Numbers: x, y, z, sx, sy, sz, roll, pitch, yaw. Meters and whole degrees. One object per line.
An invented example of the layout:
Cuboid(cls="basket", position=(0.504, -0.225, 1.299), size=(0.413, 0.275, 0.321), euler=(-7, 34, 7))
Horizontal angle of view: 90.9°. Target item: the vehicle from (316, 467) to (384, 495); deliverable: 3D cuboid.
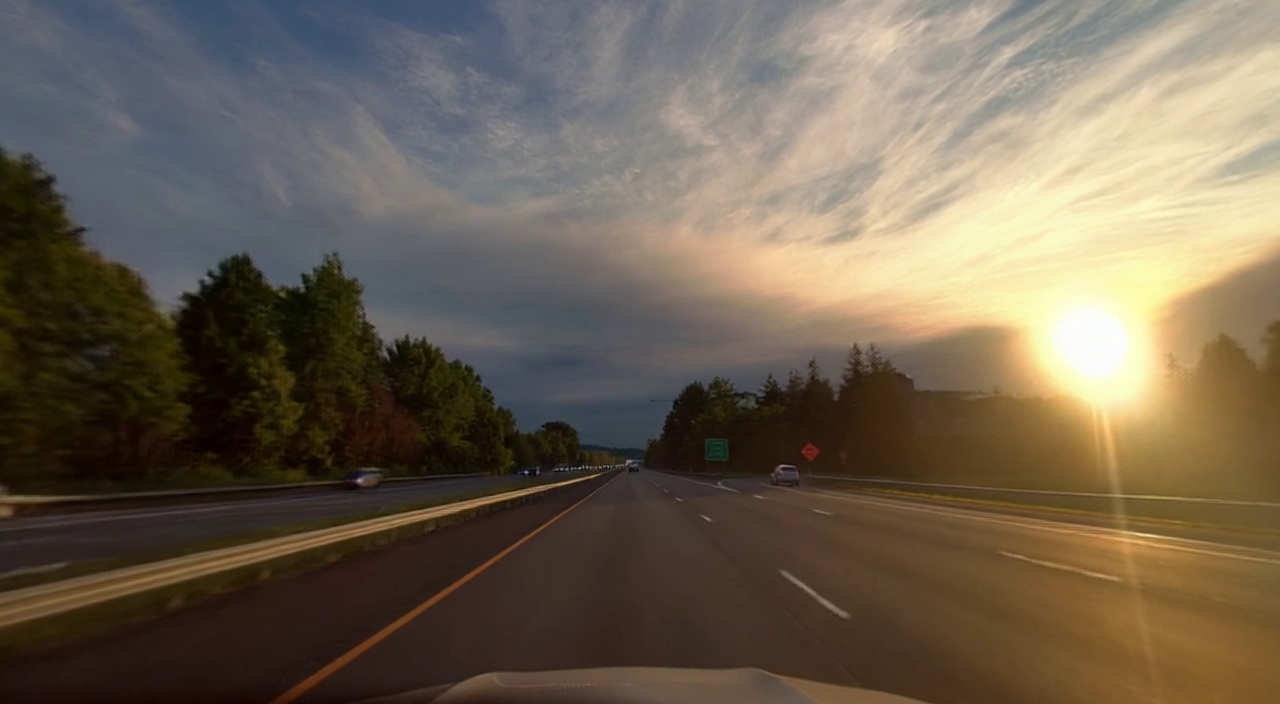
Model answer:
Cuboid(cls="vehicle", position=(-18.313, 8.173, 40.041), size=(1.946, 1.619, 4.564), euler=(0, -10, 3))

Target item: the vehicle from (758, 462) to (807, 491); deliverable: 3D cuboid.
Cuboid(cls="vehicle", position=(8.217, 7.215, 36.709), size=(1.951, 1.566, 4.616), euler=(0, -10, 2))
